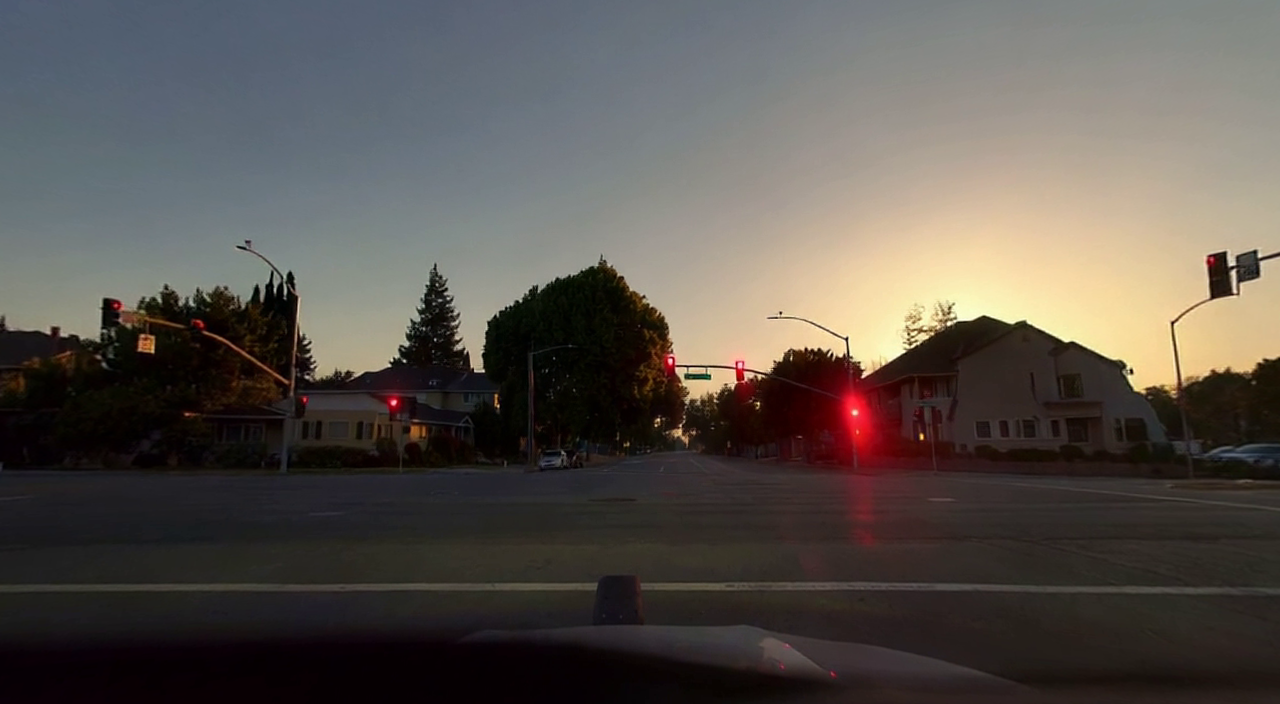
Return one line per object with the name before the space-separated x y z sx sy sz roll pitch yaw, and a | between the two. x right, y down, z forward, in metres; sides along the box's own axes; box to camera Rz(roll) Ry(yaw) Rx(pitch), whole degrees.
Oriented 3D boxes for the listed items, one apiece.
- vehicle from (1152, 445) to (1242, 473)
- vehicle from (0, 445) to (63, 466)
vehicle | 36.780 7.053 41.876 1.853 1.723 4.460 0 -9 0
vehicle | -44.281 7.434 45.376 3.949 1.422 1.744 0 -9 1
